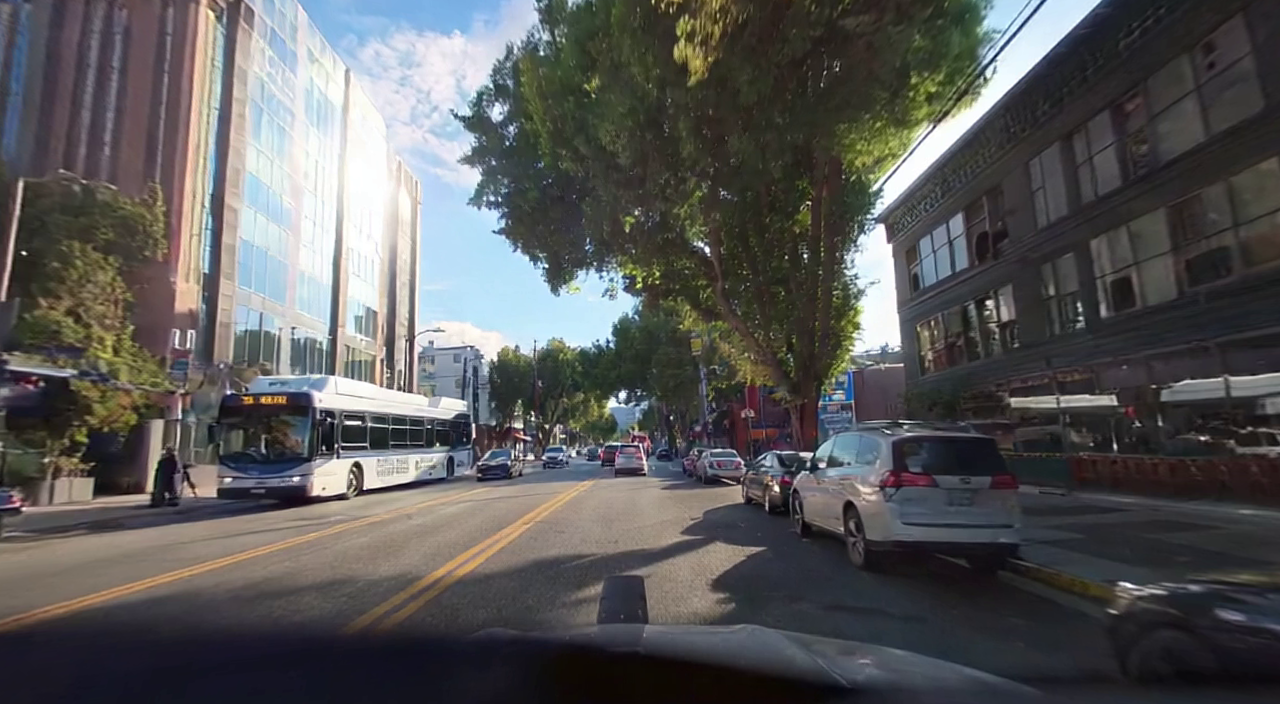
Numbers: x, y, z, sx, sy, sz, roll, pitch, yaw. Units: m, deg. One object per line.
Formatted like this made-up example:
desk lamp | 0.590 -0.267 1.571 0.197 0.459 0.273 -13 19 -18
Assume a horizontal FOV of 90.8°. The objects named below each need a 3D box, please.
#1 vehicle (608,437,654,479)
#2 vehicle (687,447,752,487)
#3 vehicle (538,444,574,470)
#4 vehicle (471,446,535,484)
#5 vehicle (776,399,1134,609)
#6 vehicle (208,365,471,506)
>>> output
vehicle | -0.392 5.203 31.313 2.127 1.893 4.194 0 -8 1
vehicle | 3.108 4.591 25.647 2.018 1.474 4.524 0 -8 0
vehicle | -5.970 7.493 45.467 2.050 1.763 4.119 0 -8 -1
vehicle | -6.150 5.100 28.786 1.954 1.581 4.197 0 -8 0
vehicle | 3.125 1.601 7.584 1.998 1.746 4.443 0 -9 0
vehicle | -9.567 3.161 23.062 3.022 3.627 13.129 -1 -9 1
